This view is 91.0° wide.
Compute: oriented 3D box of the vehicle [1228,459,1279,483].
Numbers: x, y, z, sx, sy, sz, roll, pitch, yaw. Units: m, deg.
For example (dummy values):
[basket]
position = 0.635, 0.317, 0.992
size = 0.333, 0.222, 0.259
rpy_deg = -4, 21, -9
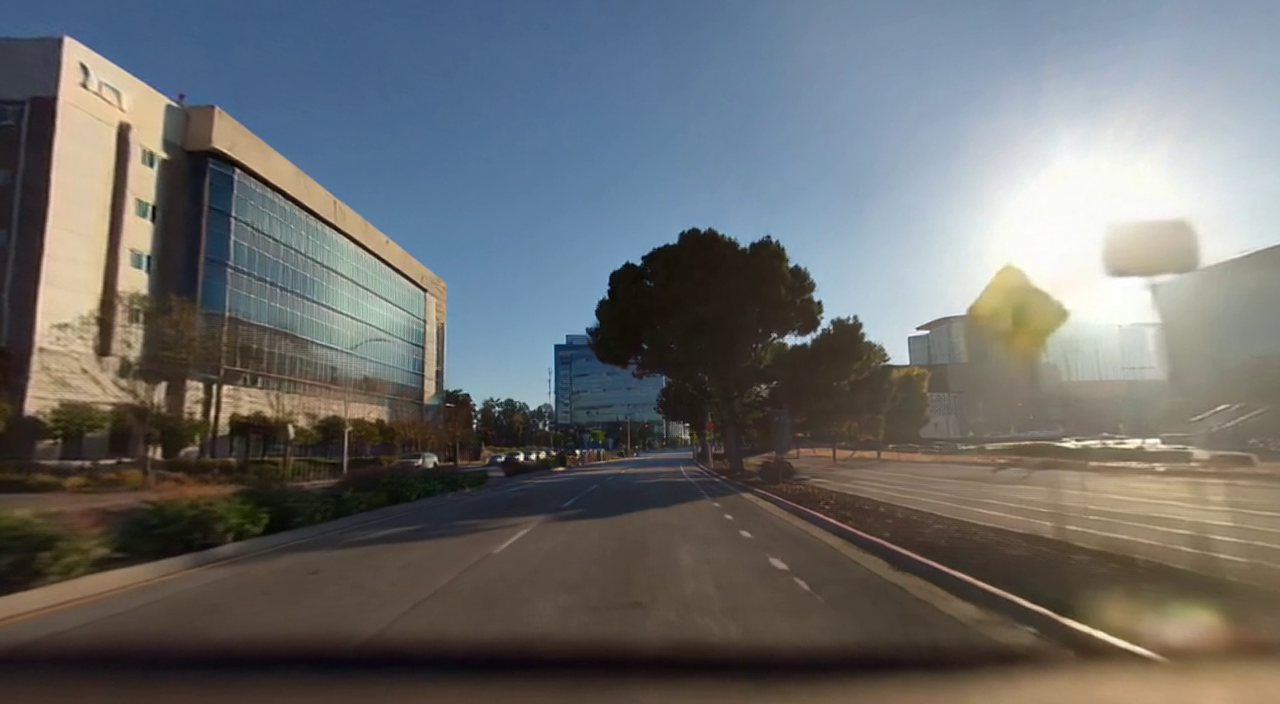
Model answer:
[vehicle]
position = 42.061, 7.890, 41.951
size = 1.717, 1.459, 4.256
rpy_deg = 0, -8, 2
